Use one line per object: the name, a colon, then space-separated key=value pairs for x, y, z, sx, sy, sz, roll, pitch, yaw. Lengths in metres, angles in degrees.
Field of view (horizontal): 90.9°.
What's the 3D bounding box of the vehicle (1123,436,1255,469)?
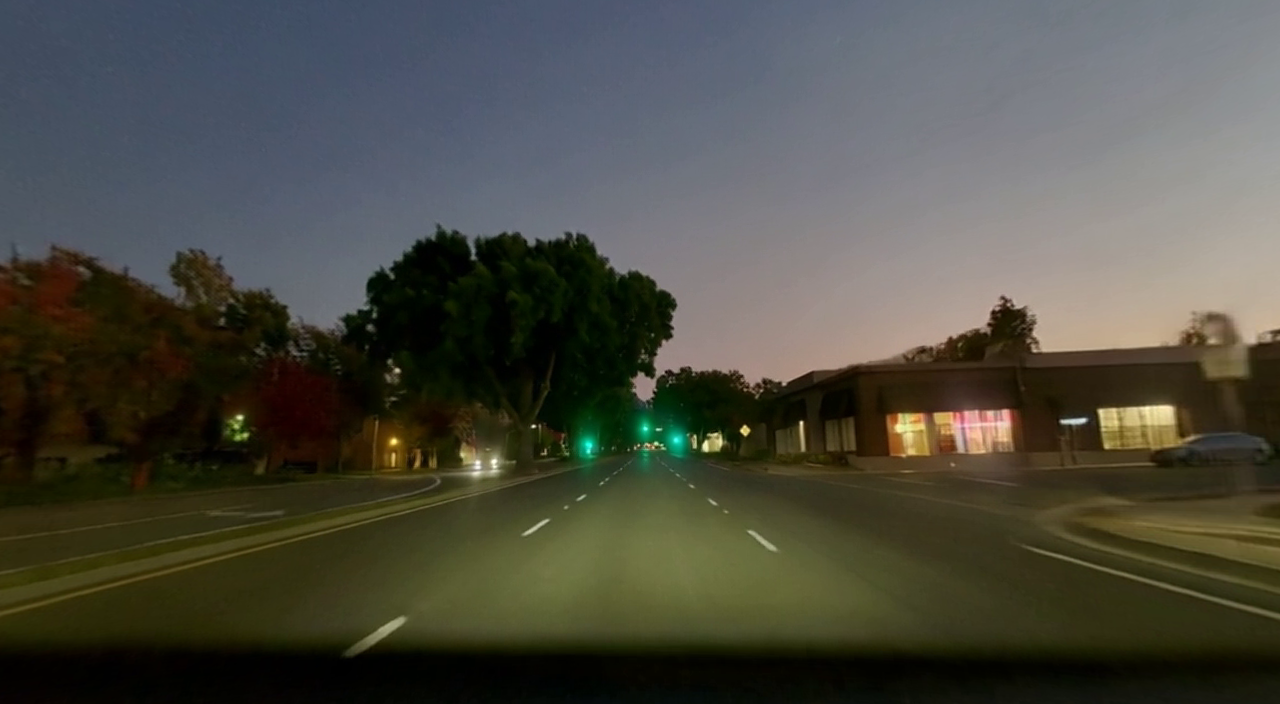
vehicle: x=24.383 y=4.472 z=28.082 sx=4.253 sy=1.418 sz=1.776 roll=0 pitch=-9 yaw=-2
